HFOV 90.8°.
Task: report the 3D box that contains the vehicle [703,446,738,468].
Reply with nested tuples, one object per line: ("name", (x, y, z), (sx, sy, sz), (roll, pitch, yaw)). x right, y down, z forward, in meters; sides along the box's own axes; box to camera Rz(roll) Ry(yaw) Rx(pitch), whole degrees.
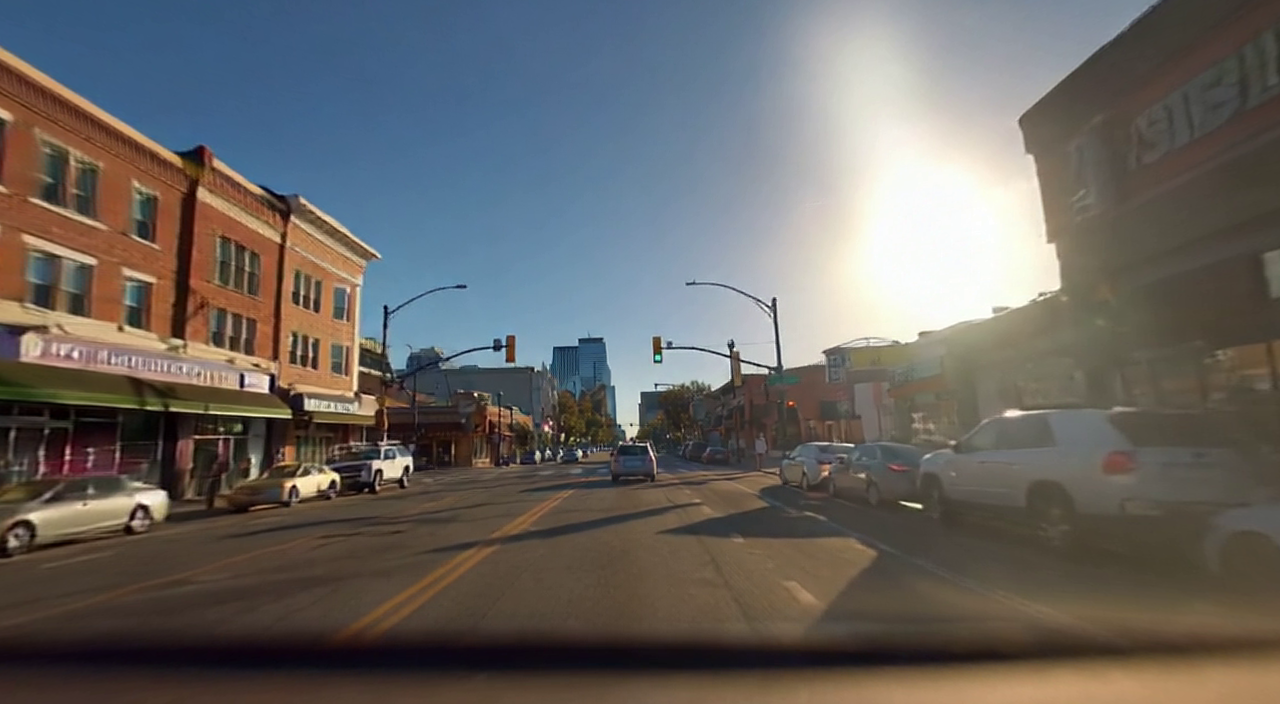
("vehicle", (5.717, 7.544, 45.488), (1.859, 1.470, 4.476), (0, -8, -1))

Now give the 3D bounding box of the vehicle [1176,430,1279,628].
("vehicle", (5.856, 1.161, 3.538), (1.854, 1.498, 4.295), (0, -8, -1))

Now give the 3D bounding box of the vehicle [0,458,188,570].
("vehicle", (-11.091, 2.958, 11.784), (1.920, 1.498, 4.591), (-5, -6, 2))

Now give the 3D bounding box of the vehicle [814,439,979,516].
("vehicle", (5.698, 2.805, 14.734), (1.891, 1.489, 4.344), (0, -8, -2))

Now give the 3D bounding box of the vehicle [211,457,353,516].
("vehicle", (-11.098, 4.159, 20.050), (1.868, 1.502, 4.626), (0, -8, -1))

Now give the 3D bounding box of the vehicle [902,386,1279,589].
("vehicle", (5.795, 1.677, 8.684), (2.201, 1.972, 4.845), (0, -8, -1))

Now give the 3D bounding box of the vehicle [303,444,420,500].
("vehicle", (-11.314, 4.860, 26.303), (2.240, 2.052, 5.872), (0, -8, 0))

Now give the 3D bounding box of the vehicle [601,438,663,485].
("vehicle", (-0.275, 4.020, 23.608), (2.086, 1.575, 4.205), (0, -8, 0))
